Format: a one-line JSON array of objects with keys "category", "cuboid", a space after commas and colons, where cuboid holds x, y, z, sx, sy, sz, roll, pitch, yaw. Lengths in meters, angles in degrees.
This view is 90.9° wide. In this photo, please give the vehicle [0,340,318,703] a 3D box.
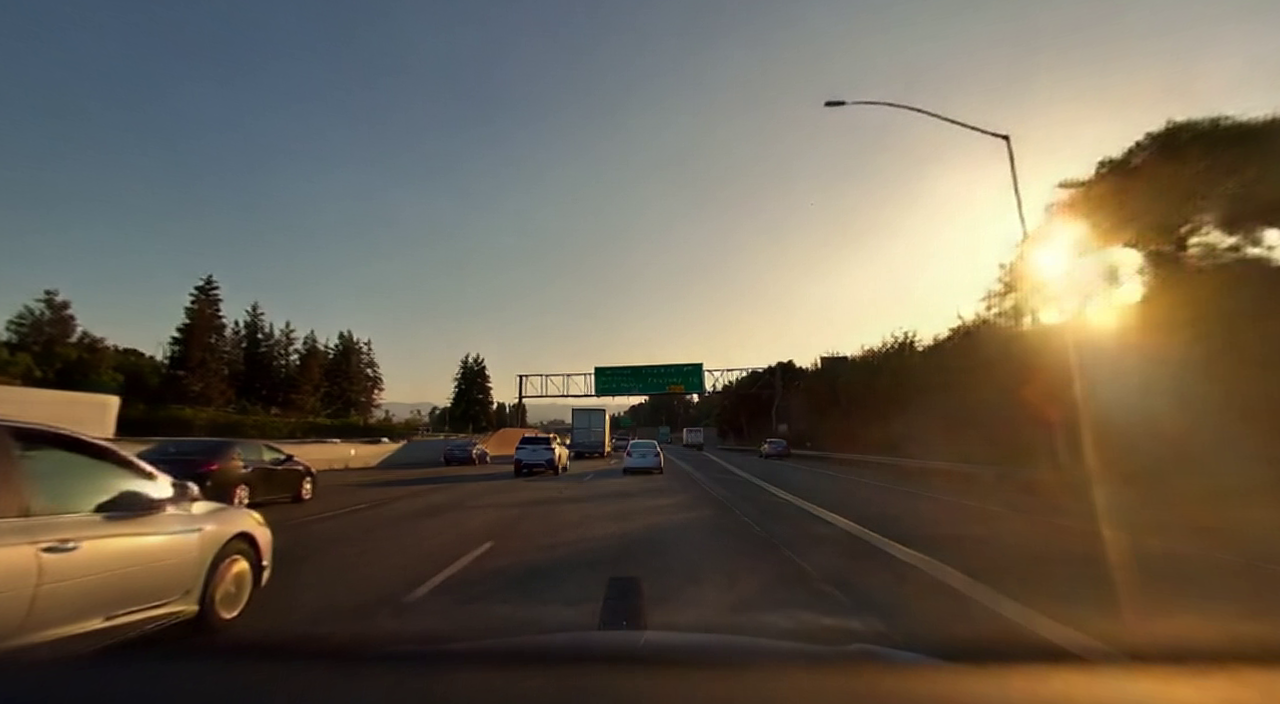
[{"category": "vehicle", "cuboid": [-3.455, 0.828, 2.346, 2.209, 1.711, 4.296, 0, -8, 0]}]

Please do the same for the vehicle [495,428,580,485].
[{"category": "vehicle", "cuboid": [-3.515, 3.686, 22.503, 2.125, 1.792, 4.466, 0, -8, 2]}]

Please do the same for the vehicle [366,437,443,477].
[{"category": "vehicle", "cuboid": [-10.859, 4.852, 29.405, 1.894, 1.669, 4.251, 0, -8, 0]}]

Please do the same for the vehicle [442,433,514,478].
[{"category": "vehicle", "cuboid": [-6.978, 4.498, 27.647, 1.998, 1.770, 4.222, 0, -8, 0]}]

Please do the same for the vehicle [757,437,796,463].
[{"category": "vehicle", "cuboid": [9.769, 7.014, 45.345, 2.026, 1.718, 4.522, -1, -8, 4]}]

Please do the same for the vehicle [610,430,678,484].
[{"category": "vehicle", "cuboid": [0.144, 3.643, 22.123, 2.180, 1.716, 3.920, 0, -8, 1]}]
